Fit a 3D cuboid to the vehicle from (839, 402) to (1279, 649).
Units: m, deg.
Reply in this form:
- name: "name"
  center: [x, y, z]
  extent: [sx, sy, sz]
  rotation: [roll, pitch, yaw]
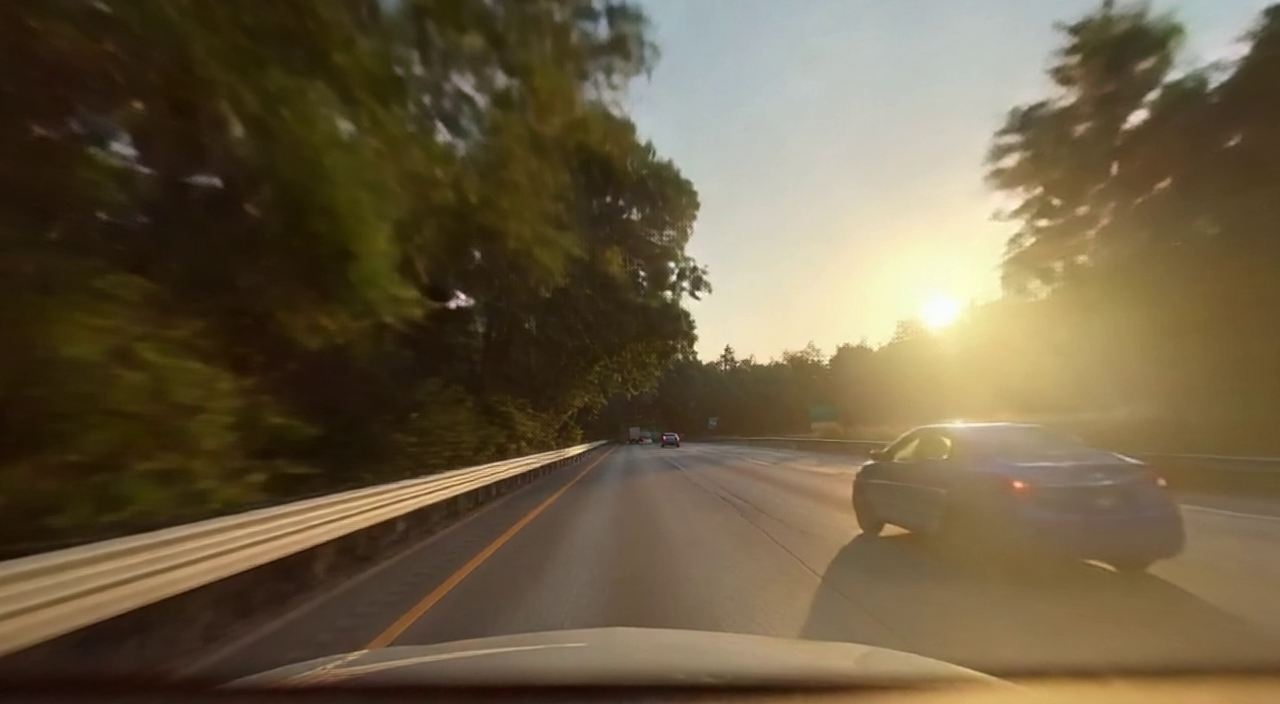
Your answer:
- name: "vehicle"
  center: [3.718, 1.366, 6.151]
  extent: [2.017, 1.502, 4.369]
  rotation: [0, -8, -2]
